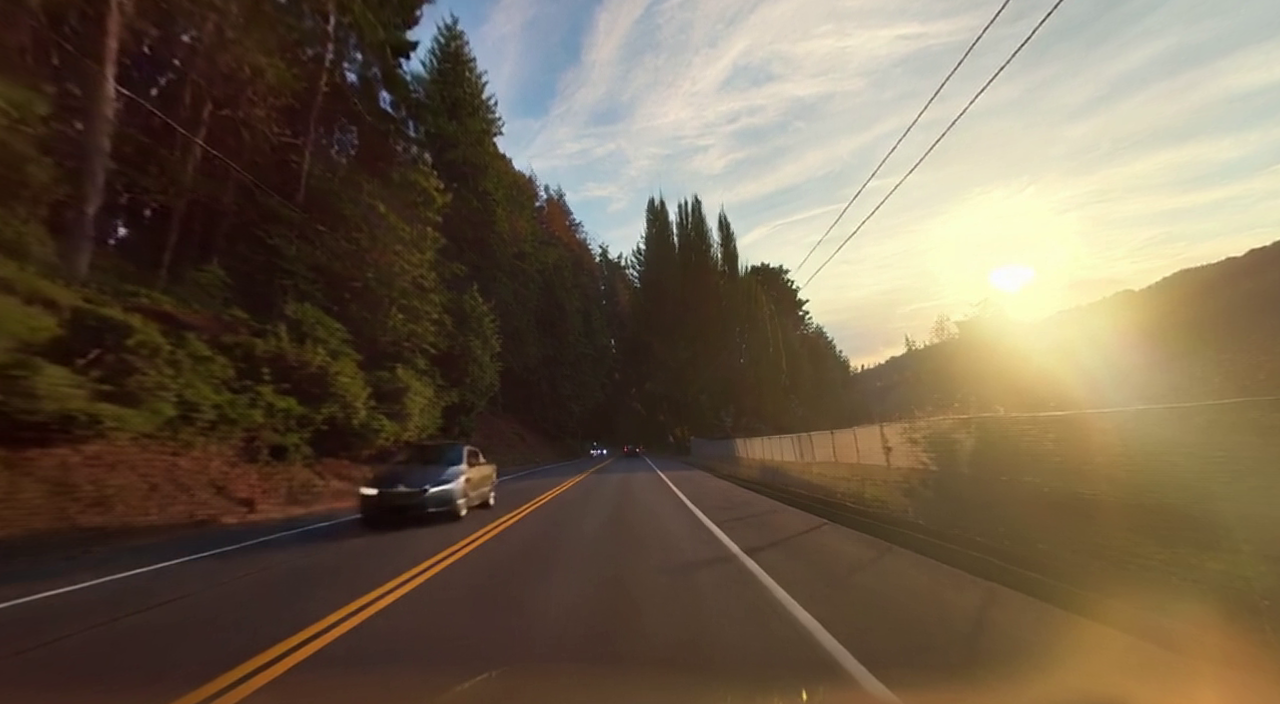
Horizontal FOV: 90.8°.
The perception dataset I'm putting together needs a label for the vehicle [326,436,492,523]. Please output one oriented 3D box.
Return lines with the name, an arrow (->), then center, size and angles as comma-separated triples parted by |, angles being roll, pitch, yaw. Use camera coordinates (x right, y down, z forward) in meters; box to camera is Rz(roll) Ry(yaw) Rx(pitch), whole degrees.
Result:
vehicle -> -5.064, 2.851, 14.709 | 2.129, 1.664, 4.528 | 0, -9, 0
